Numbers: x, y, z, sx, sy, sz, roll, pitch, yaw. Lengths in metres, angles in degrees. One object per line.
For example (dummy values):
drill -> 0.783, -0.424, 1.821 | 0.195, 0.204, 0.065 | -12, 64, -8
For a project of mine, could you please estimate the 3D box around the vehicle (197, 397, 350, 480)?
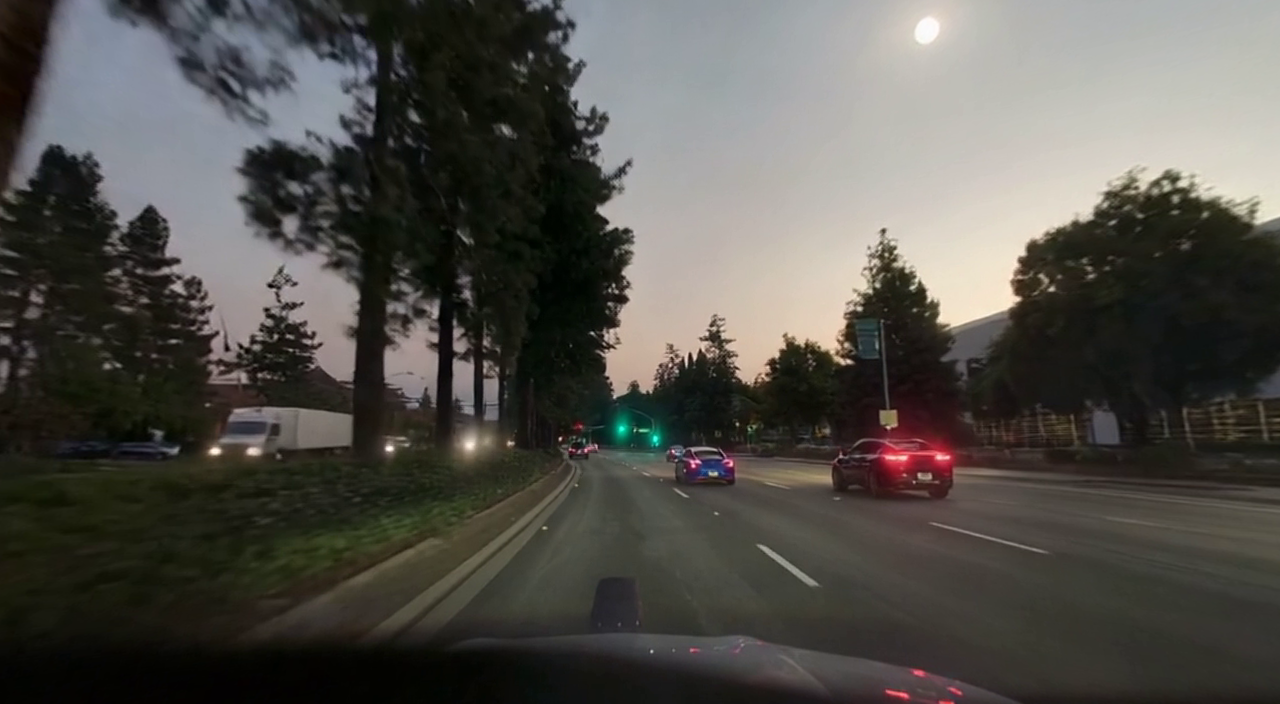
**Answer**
vehicle -> -15.508, 3.789, 27.509 | 2.989, 3.150, 6.793 | 1, -8, -5

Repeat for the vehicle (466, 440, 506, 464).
vehicle -> -10.287, 6.731, 42.500 | 2.056, 1.506, 4.616 | 1, -9, -6

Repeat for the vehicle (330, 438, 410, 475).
vehicle -> -12.038, 4.685, 28.497 | 1.965, 1.514, 4.404 | 1, -8, -5

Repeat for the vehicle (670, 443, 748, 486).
vehicle -> 2.333, 3.954, 22.541 | 1.990, 1.347, 4.388 | 1, -8, -4

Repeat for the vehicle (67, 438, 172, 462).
vehicle -> -38.897, 7.354, 47.324 | 5.666, 1.704, 2.210 | 0, -8, -4

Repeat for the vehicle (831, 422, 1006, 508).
vehicle -> 6.327, 2.622, 15.059 | 1.987, 1.730, 4.373 | 0, -8, -3
